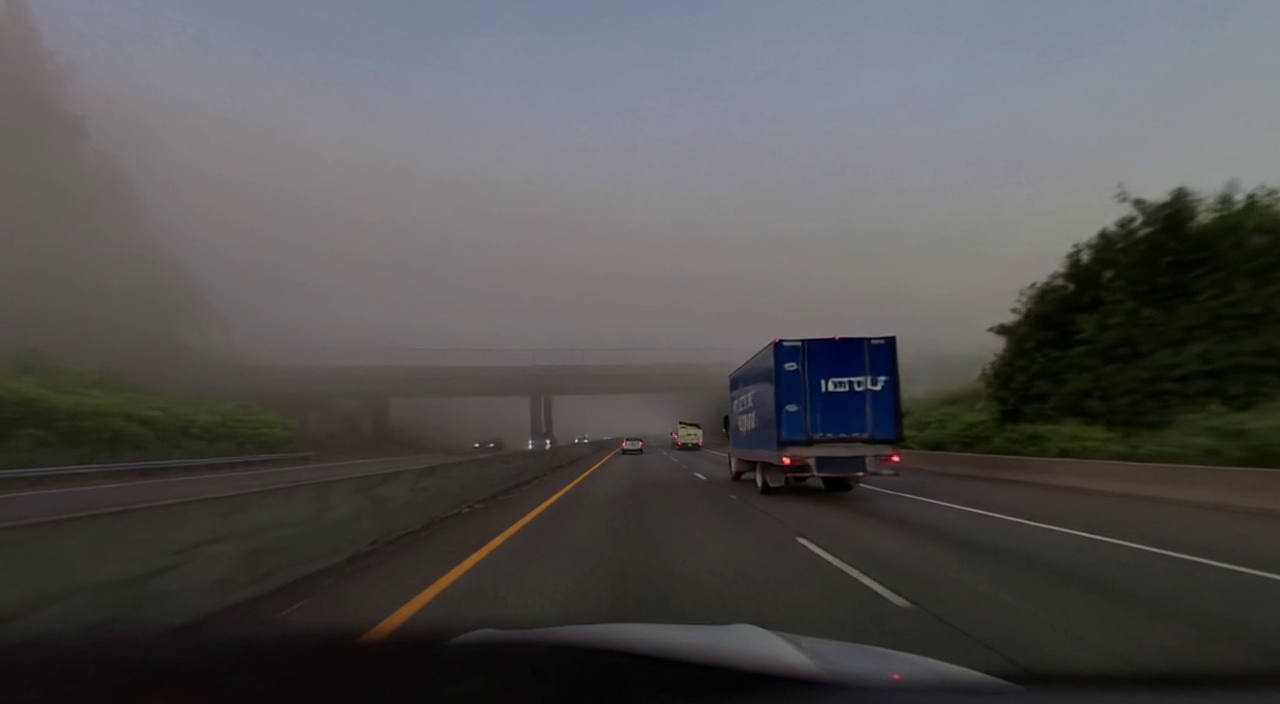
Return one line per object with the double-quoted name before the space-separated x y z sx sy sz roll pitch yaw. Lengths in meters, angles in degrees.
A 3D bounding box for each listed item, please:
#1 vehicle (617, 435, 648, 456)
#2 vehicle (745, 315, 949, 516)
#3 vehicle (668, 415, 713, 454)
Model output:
"vehicle" -0.487 6.355 43.060 1.996 1.325 4.029 0 -7 0
"vehicle" 3.834 1.260 12.440 2.913 3.491 2.811 0 -7 -1
"vehicle" 3.717 6.262 47.865 2.715 2.746 6.550 0 -7 -1
